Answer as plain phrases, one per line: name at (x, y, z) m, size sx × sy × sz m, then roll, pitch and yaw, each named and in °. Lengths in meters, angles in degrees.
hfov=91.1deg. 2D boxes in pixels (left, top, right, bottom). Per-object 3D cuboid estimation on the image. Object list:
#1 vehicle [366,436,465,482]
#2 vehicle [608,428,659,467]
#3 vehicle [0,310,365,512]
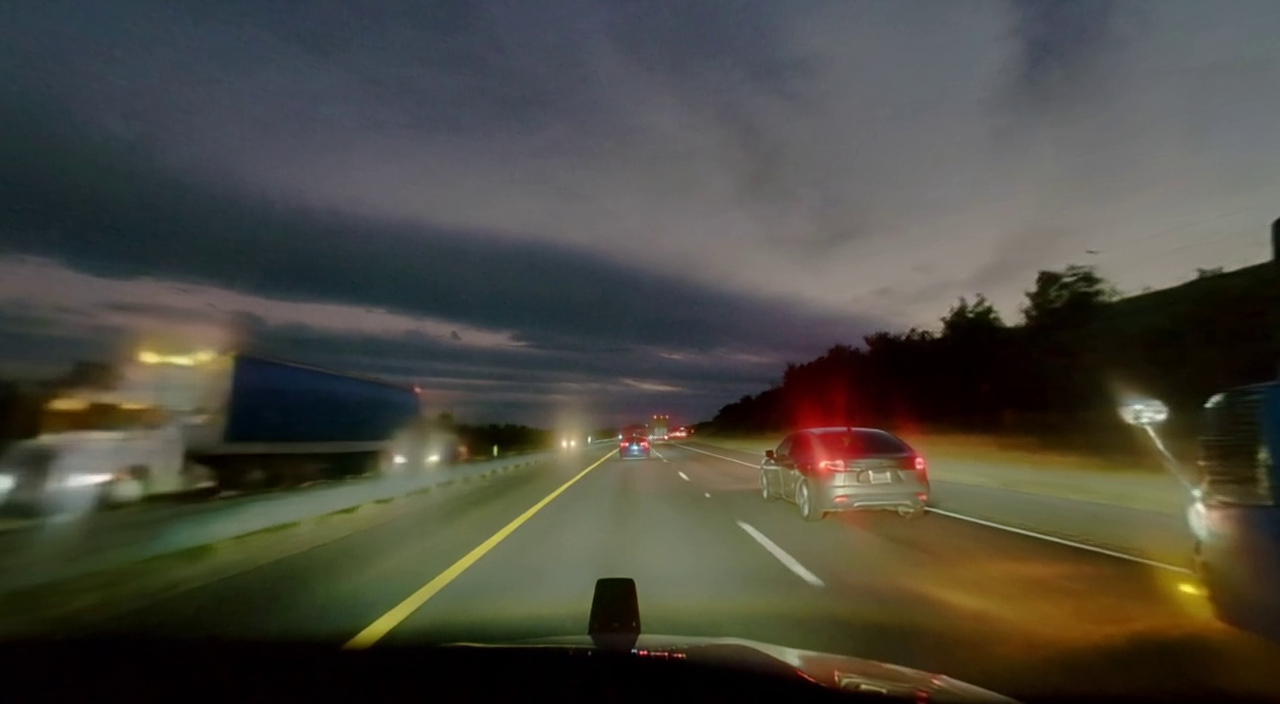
vehicle at (-7.951, 3.787, 22.759) m, size 1.944 × 1.497 × 4.424 m, roll 0°, pitch -8°, yaw 0°
vehicle at (-0.304, 4.398, 29.242) m, size 2.216 × 1.623 × 4.220 m, roll 0°, pitch -8°, yaw -1°
vehicle at (-11.887, 1.832, 17.712) m, size 3.270 × 3.993 × 10.585 m, roll 0°, pitch -8°, yaw 1°
